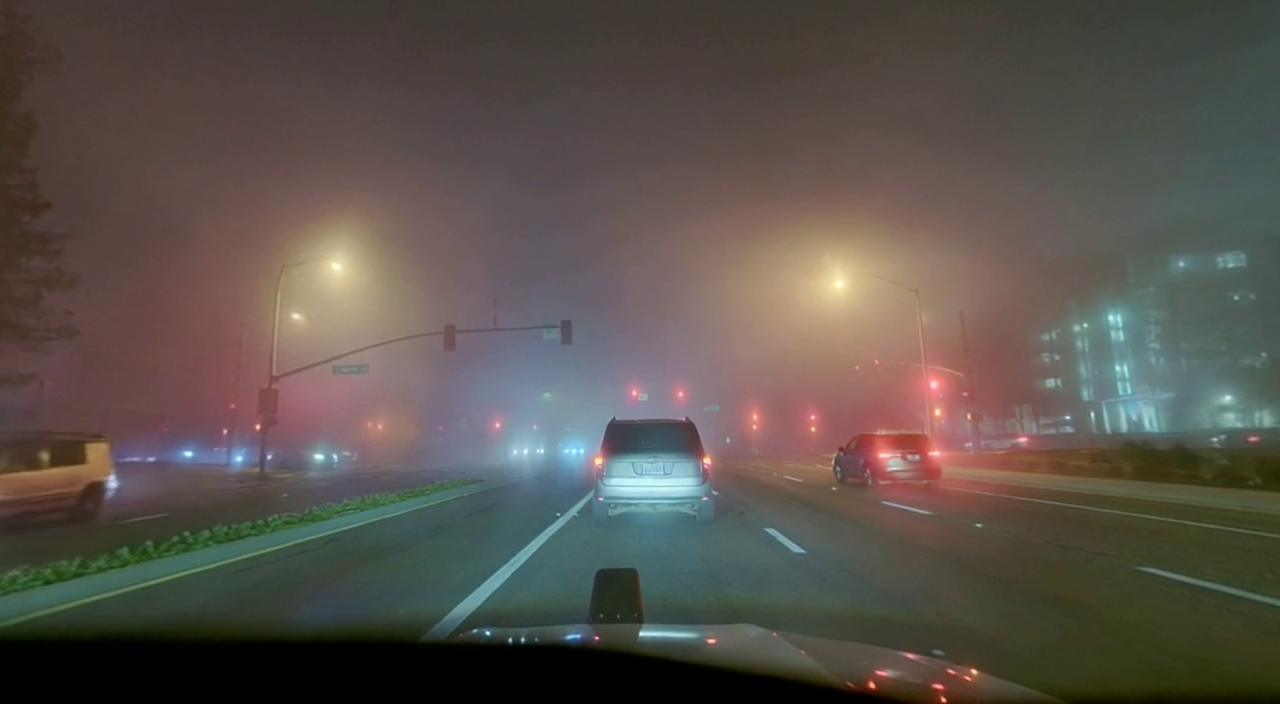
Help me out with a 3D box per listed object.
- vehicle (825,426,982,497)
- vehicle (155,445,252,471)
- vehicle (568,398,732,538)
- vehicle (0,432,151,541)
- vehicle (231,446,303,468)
[{"bbox_3d":[7.056,2.991,17.612,2.447,1.707,4.396,0,-9,0],"label":"vehicle"},{"bbox_3d":[-30.245,7.329,43.936,5.244,1.715,1.950,0,-9,1],"label":"vehicle"},{"bbox_3d":[0.213,1.957,11.205,2.267,1.926,4.708,0,-9,2],"label":"vehicle"},{"bbox_3d":[-10.843,2.163,10.380,2.209,1.627,4.582,1,-9,-5],"label":"vehicle"},{"bbox_3d":[-27.634,7.755,46.922,4.100,1.567,1.868,0,-9,1],"label":"vehicle"}]
